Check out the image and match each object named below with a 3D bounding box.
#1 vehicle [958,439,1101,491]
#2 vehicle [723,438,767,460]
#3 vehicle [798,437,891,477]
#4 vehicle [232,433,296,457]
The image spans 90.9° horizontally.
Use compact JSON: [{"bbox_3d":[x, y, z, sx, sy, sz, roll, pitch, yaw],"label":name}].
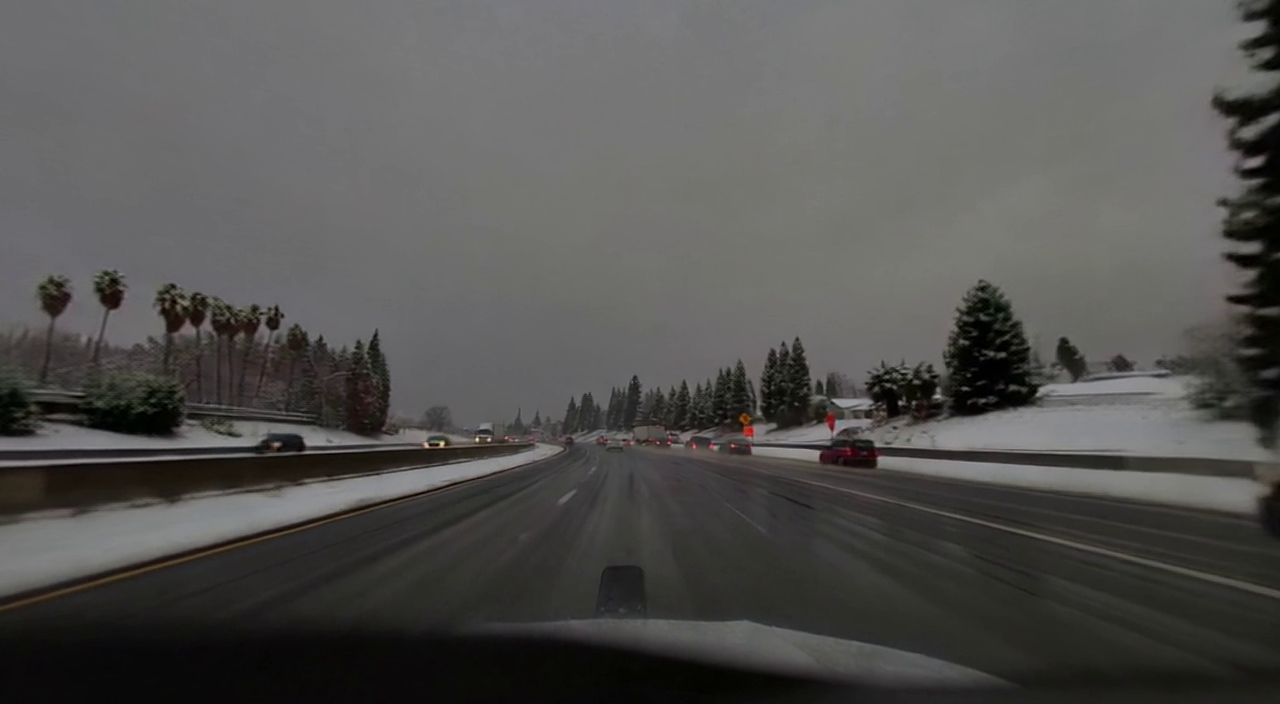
[{"bbox_3d":[13.050,3.779,21.554,1.903,1.571,4.455,0,-8,-2],"label":"vehicle"},{"bbox_3d":[7.473,6.964,45.358,2.080,1.457,4.404,1,-8,-5],"label":"vehicle"},{"bbox_3d":[8.191,4.249,25.824,2.092,1.478,4.647,0,-8,-2],"label":"vehicle"},{"bbox_3d":[-25.243,6.287,42.461,1.885,1.524,3.883,0,-8,0],"label":"vehicle"}]
